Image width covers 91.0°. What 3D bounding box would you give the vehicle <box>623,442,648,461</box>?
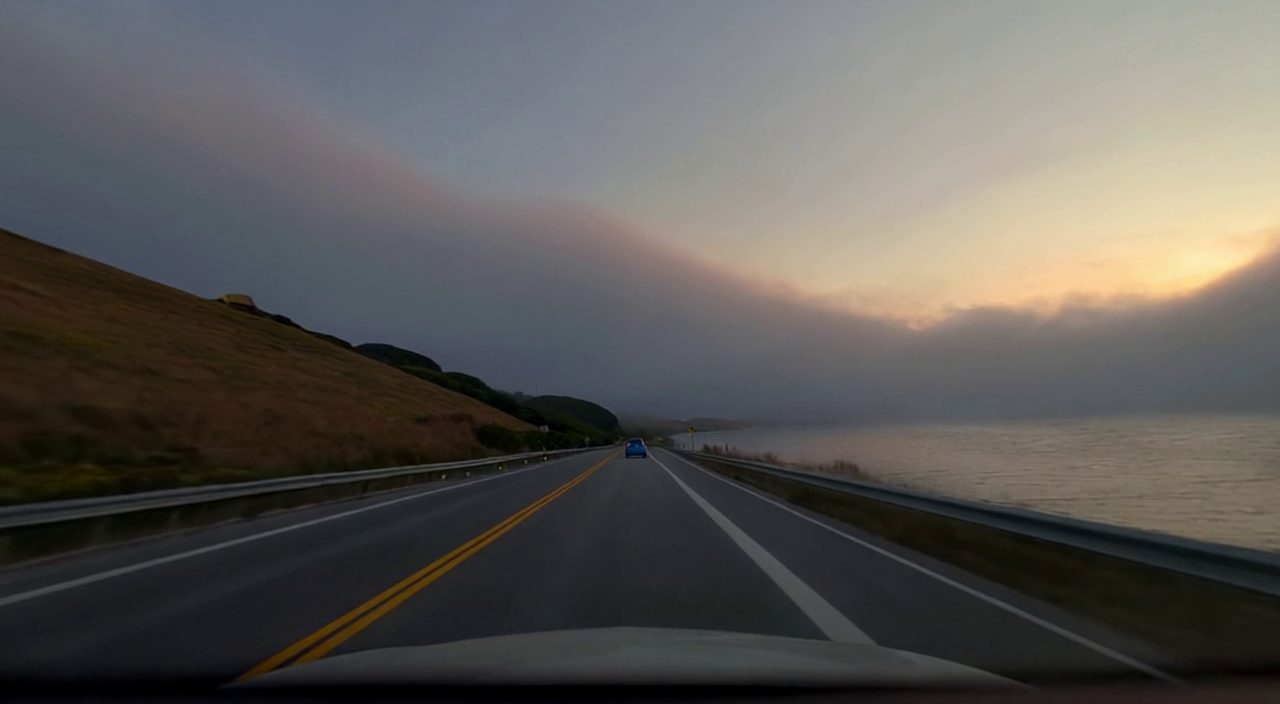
[{"bbox_3d":[-0.355,7.773,49.260,1.912,1.430,3.811,0,-8,-1],"label":"vehicle"}]
